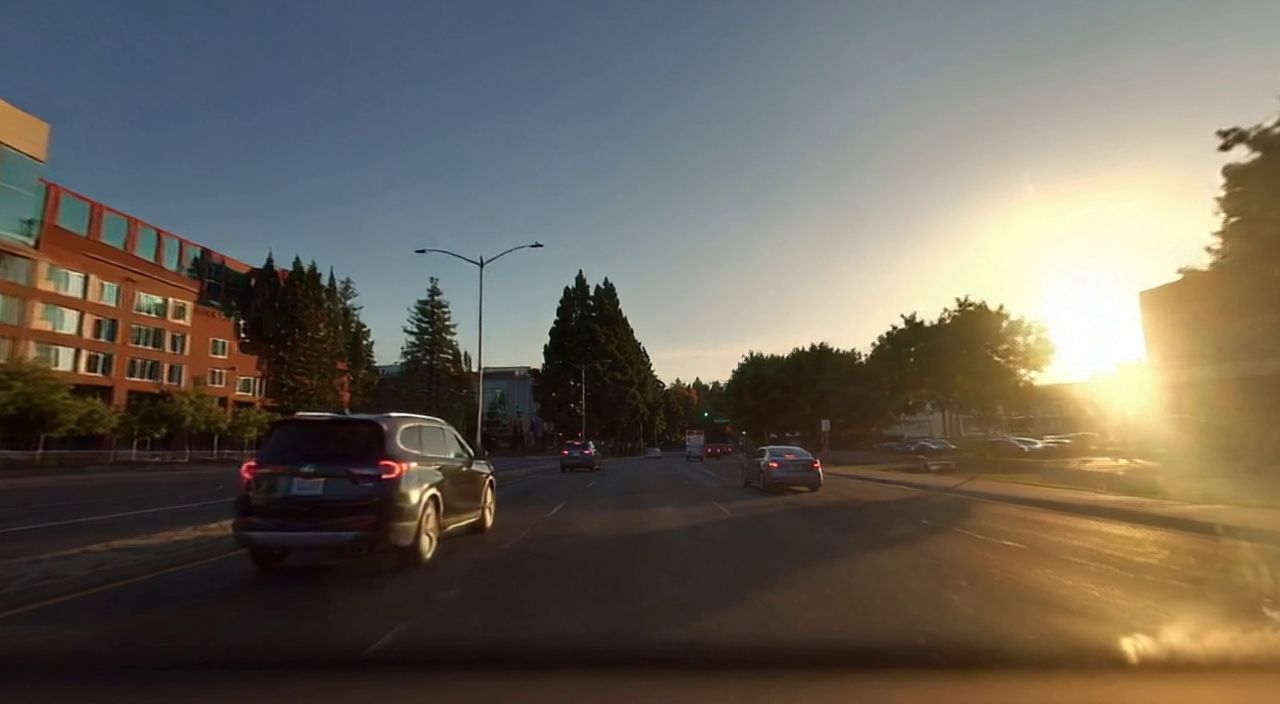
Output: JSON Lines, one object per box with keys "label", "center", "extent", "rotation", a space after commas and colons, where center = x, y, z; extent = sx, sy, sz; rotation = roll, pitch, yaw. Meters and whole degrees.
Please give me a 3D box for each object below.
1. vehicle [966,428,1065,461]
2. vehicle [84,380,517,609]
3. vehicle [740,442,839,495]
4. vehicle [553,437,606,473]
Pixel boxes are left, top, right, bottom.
{"label": "vehicle", "center": [27.799, 6.923, 47.242], "extent": [2.943, 2.298, 7.374], "rotation": [0, -9, 0]}
{"label": "vehicle", "center": [-3.320, 1.570, 7.969], "extent": [2.450, 1.866, 5.416], "rotation": [0, -9, 0]}
{"label": "vehicle", "center": [4.593, 3.651, 20.164], "extent": [1.960, 1.471, 4.378], "rotation": [0, -9, -2]}
{"label": "vehicle", "center": [-3.227, 5.659, 34.821], "extent": [2.305, 1.833, 4.912], "rotation": [0, -9, 2]}
